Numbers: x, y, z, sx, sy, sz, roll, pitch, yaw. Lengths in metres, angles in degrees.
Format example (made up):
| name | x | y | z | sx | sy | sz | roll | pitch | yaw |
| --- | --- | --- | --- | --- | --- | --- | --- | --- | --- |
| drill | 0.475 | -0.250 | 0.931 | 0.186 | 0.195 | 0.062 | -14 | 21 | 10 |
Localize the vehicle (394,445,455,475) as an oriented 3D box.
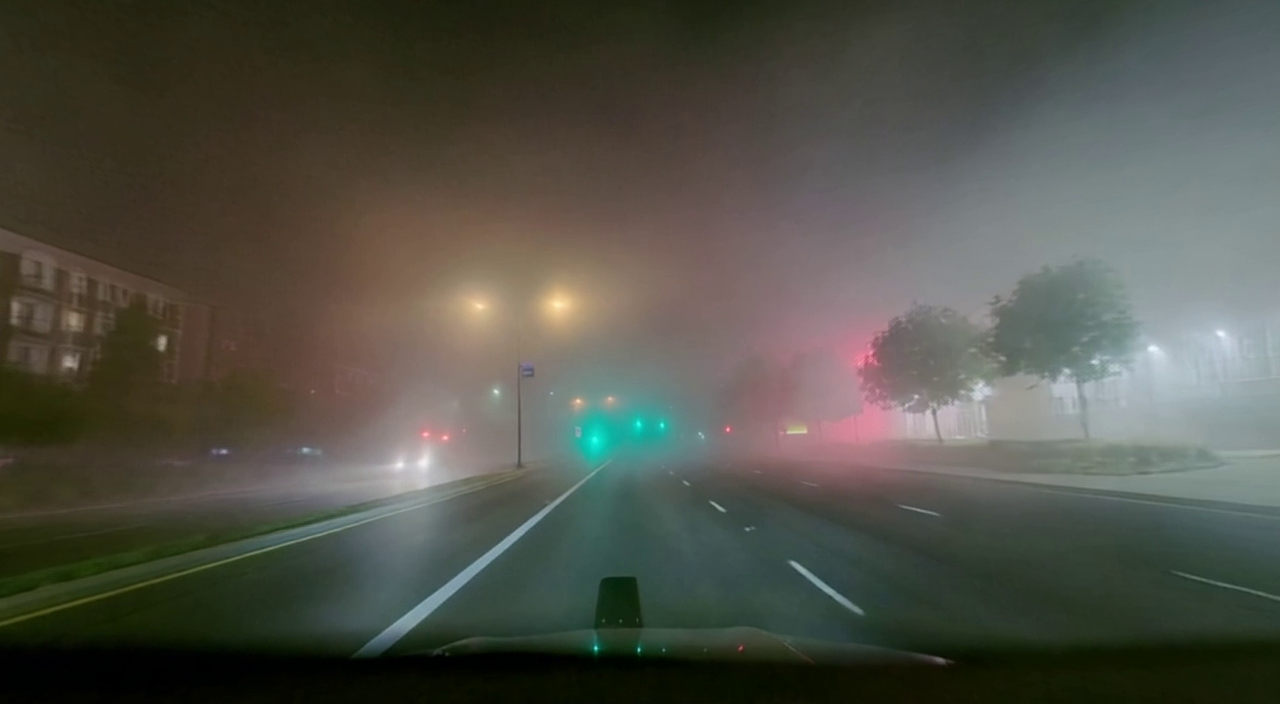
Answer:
| name | x | y | z | sx | sy | sz | roll | pitch | yaw |
| --- | --- | --- | --- | --- | --- | --- | --- | --- | --- |
| vehicle | -12.959 | 6.501 | 38.258 | 2.090 | 1.691 | 4.497 | 0 | -9 | 0 |
